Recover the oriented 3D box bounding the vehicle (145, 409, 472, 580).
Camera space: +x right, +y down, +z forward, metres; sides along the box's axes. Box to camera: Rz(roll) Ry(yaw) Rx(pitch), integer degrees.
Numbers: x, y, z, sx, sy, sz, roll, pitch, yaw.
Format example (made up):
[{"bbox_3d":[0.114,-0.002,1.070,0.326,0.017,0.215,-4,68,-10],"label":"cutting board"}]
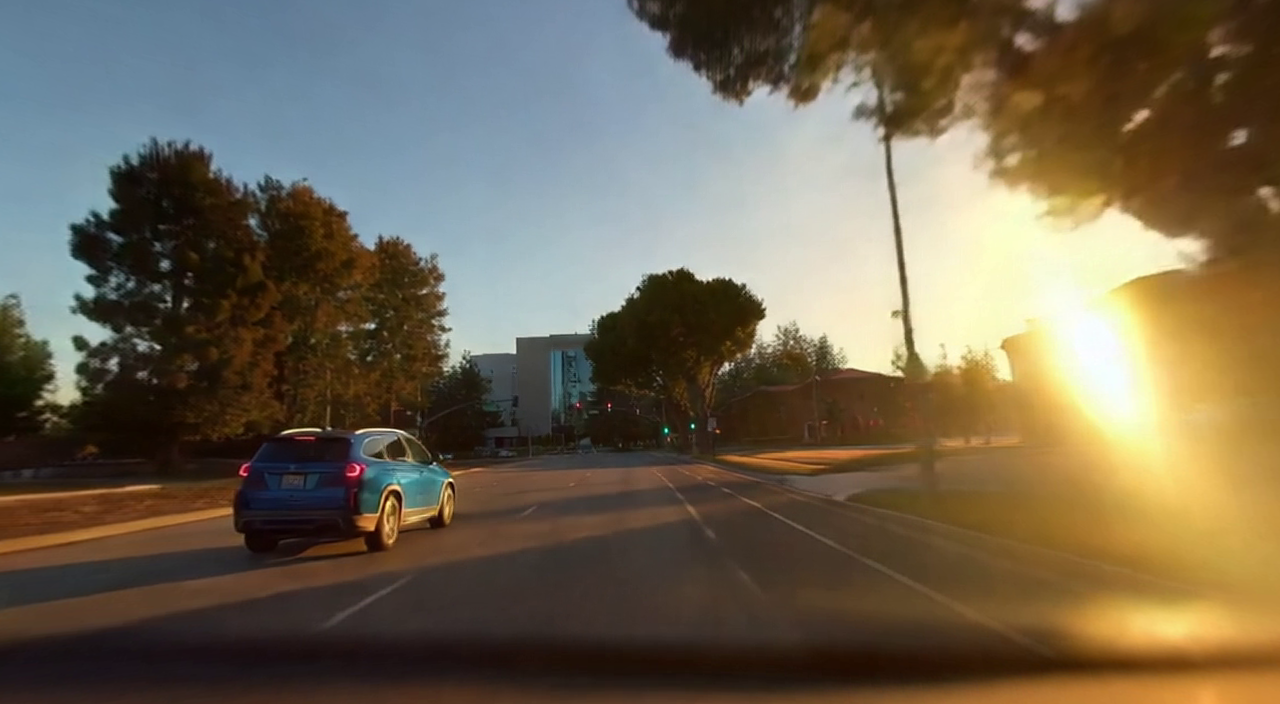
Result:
[{"bbox_3d":[-3.993,1.797,8.738,2.121,1.724,4.392,0,-9,0],"label":"vehicle"}]
